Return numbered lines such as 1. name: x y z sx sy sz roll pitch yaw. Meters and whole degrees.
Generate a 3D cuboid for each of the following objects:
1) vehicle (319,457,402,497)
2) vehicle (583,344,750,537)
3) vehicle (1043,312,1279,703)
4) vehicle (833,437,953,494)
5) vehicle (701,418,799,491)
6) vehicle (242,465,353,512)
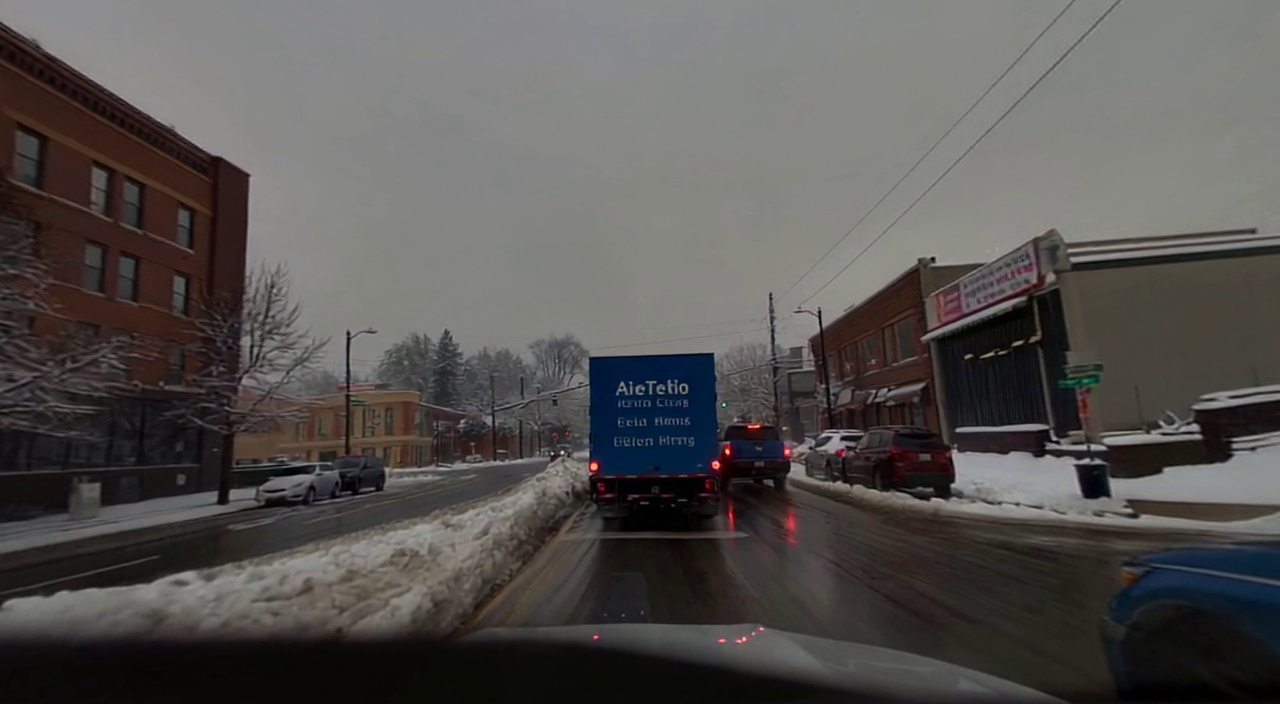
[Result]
1. vehicle: -13.247 5.928 30.083 1.943 1.682 4.365 0 -8 0
2. vehicle: 0.275 1.779 12.685 2.517 2.926 6.177 0 -9 -2
3. vehicle: 3.436 0.607 1.415 2.104 1.786 4.498 -1 -9 2
4. vehicle: 7.646 3.446 19.470 1.951 1.548 4.290 0 -9 1
5. vehicle: 3.426 3.349 20.781 2.346 2.062 5.236 0 -8 1
6. vehicle: -13.381 5.321 24.865 1.901 1.508 4.405 0 -8 0
